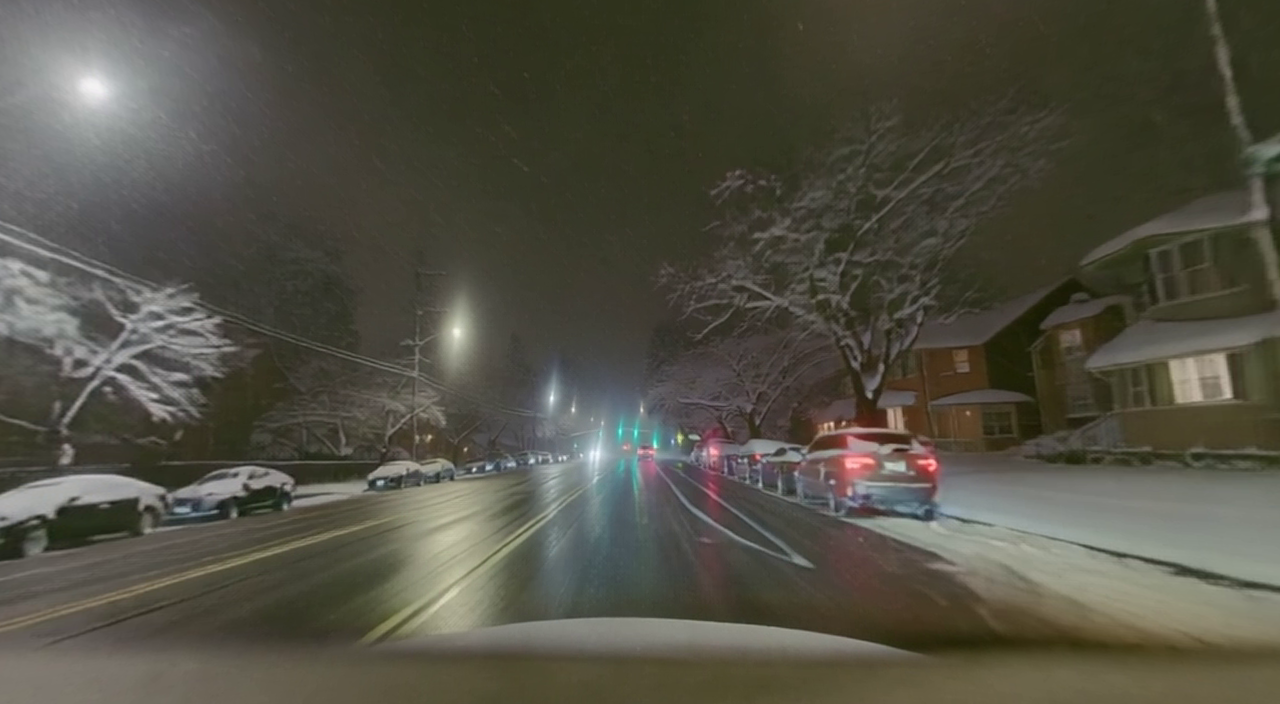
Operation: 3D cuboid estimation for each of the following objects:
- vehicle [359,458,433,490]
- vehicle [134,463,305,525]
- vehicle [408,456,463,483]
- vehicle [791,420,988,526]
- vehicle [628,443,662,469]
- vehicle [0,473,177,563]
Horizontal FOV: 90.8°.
[{"bbox_3d":[-12.738,6.379,33.309,1.969,1.490,4.675,-1,-9,1],"label":"vehicle"},{"bbox_3d":[-12.643,4.273,19.501,1.880,1.523,4.833,0,-9,1],"label":"vehicle"},{"bbox_3d":[-12.436,7.145,38.728,1.853,1.497,4.527,0,-9,0],"label":"vehicle"},{"bbox_3d":[4.907,2.462,13.472,2.022,1.799,5.105,0,-9,-1],"label":"vehicle"},{"bbox_3d":[0.289,6.502,39.658,2.022,1.471,3.973,0,-9,-1],"label":"vehicle"},{"bbox_3d":[-12.718,3.485,13.867,1.834,1.467,4.357,0,-9,-1],"label":"vehicle"}]
